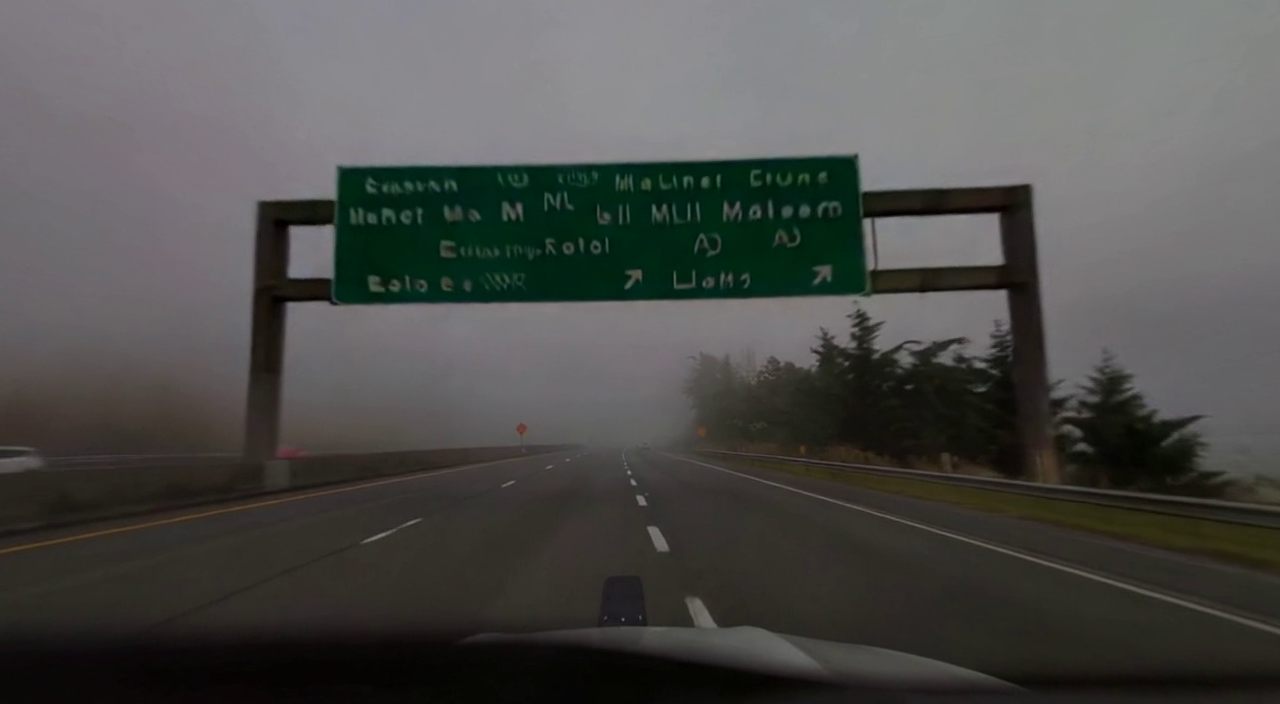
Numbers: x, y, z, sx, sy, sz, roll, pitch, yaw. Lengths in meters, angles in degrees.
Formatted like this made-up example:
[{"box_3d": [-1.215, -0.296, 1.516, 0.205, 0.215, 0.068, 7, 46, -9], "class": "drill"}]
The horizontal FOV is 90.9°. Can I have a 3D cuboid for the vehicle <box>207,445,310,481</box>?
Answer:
[{"box_3d": [-16.006, 4.667, 26.733, 1.847, 1.416, 4.254, 0, -9, -3], "class": "vehicle"}]
